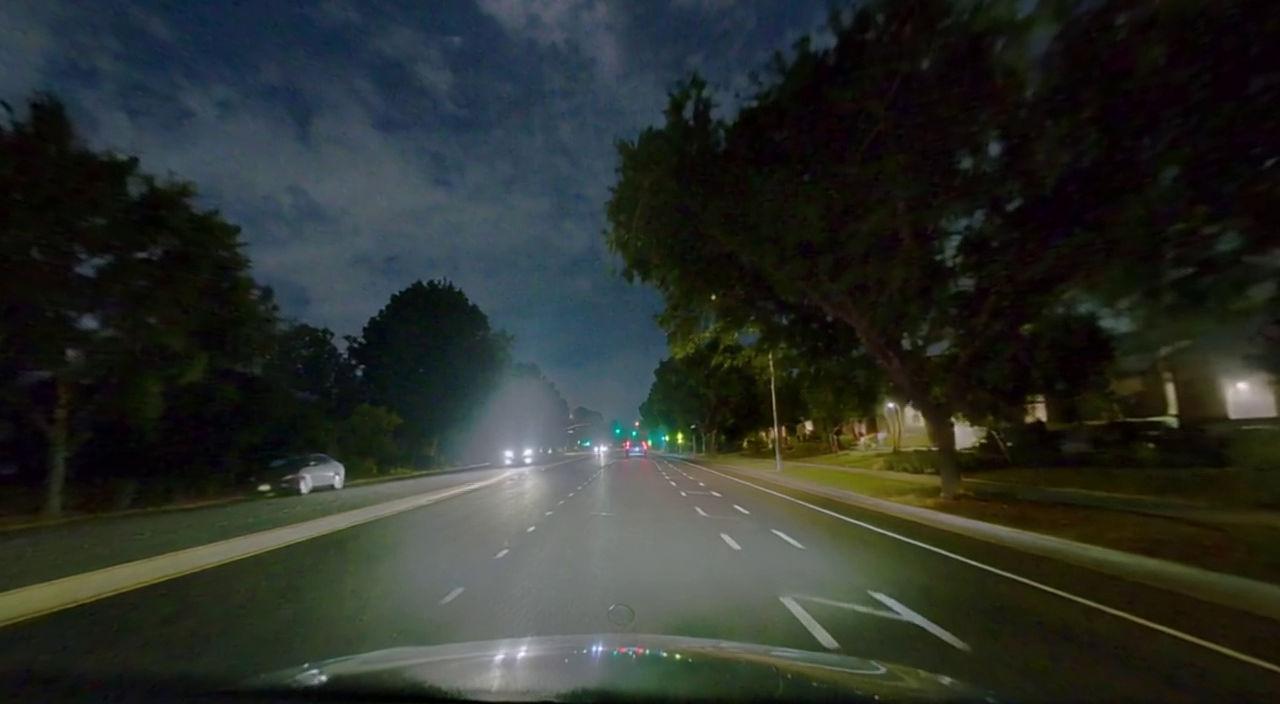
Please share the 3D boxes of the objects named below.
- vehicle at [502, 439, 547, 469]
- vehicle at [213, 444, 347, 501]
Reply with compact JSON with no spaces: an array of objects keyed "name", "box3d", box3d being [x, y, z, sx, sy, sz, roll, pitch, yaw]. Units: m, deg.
[{"name":"vehicle","box3d":[-7.257,6.456,39.968,2.082,1.789,4.387,0,-8,0]},{"name":"vehicle","box3d":[-12.329,4.105,21.984,2.098,1.740,4.449,0,-8,-1]}]
